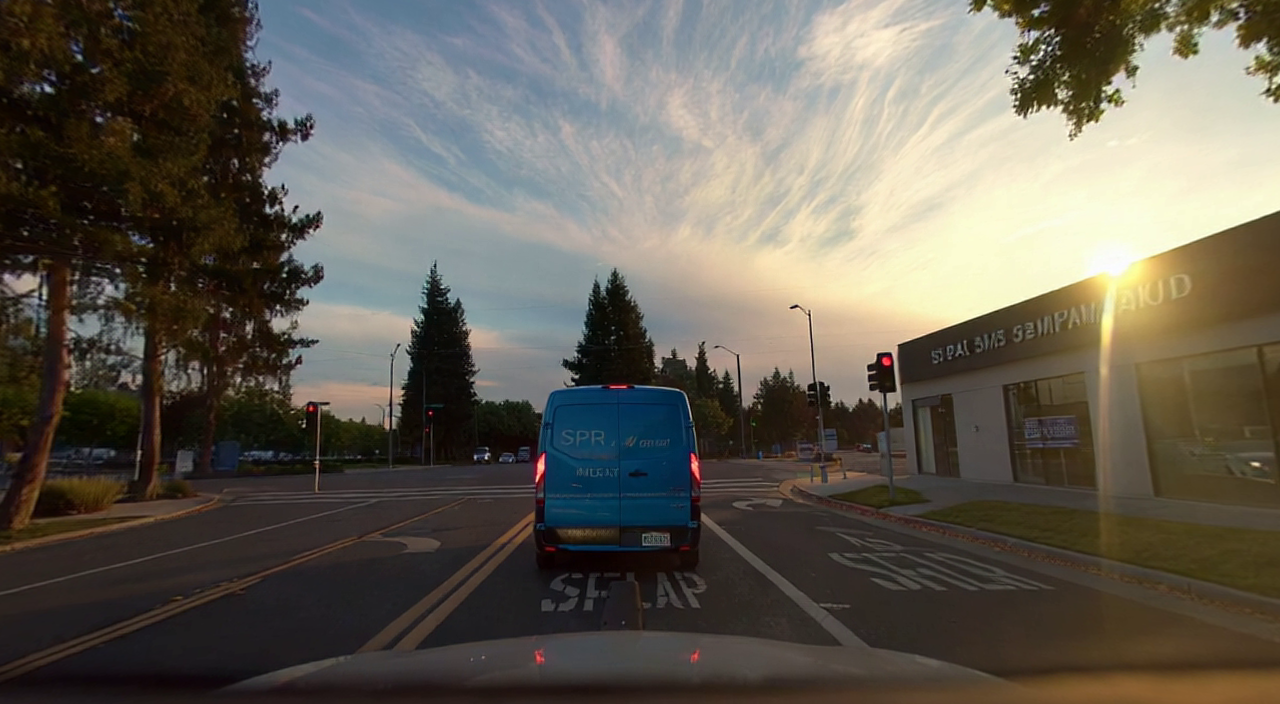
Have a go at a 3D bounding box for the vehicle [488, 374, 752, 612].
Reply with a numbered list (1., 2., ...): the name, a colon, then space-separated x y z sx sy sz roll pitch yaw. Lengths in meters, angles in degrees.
1. vehicle: -0.293 1.467 7.295 2.181 1.949 3.932 1 -9 -4
